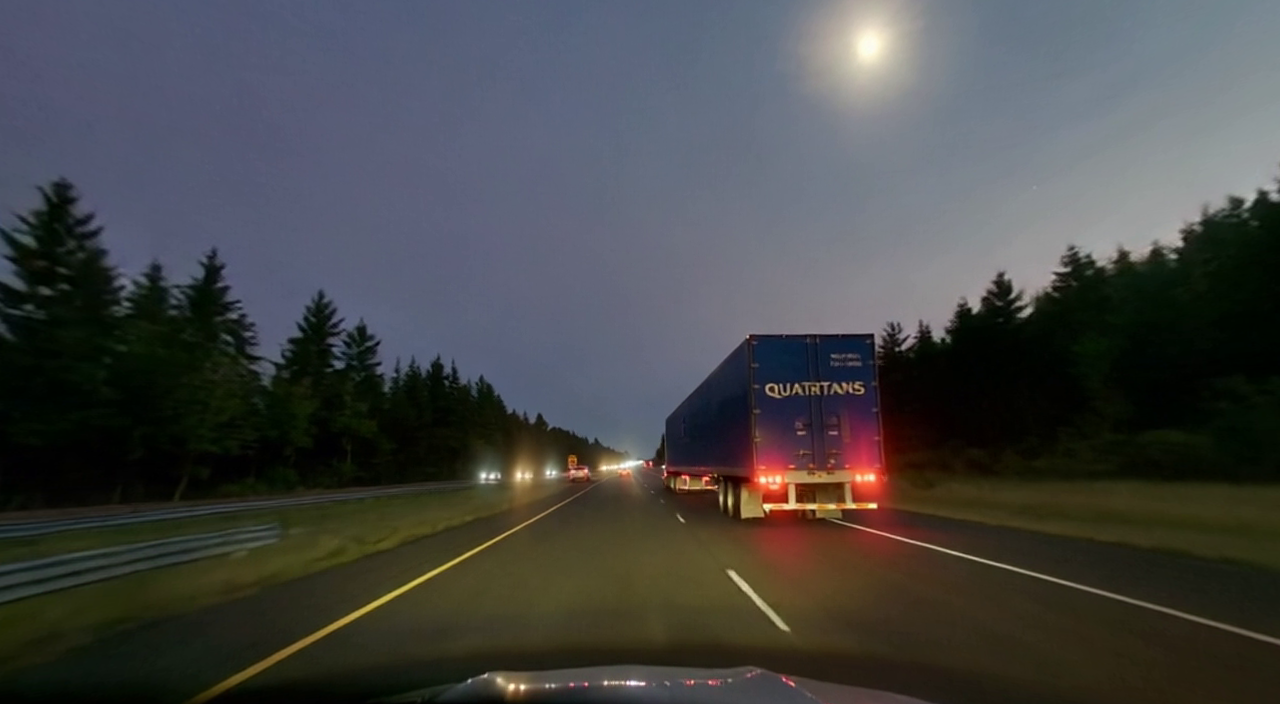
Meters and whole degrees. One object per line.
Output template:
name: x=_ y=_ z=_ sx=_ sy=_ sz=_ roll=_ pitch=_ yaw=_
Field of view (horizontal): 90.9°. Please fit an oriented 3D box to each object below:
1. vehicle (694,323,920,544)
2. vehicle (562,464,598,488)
vehicle: x=3.489 y=2.432 z=16.929 sx=2.871 sy=4.032 sz=10.642 roll=1 pitch=-11 yaw=-2
vehicle: x=-4.309 y=8.992 z=45.771 sx=2.180 sy=1.556 sz=4.895 roll=1 pitch=-11 yaw=-1
